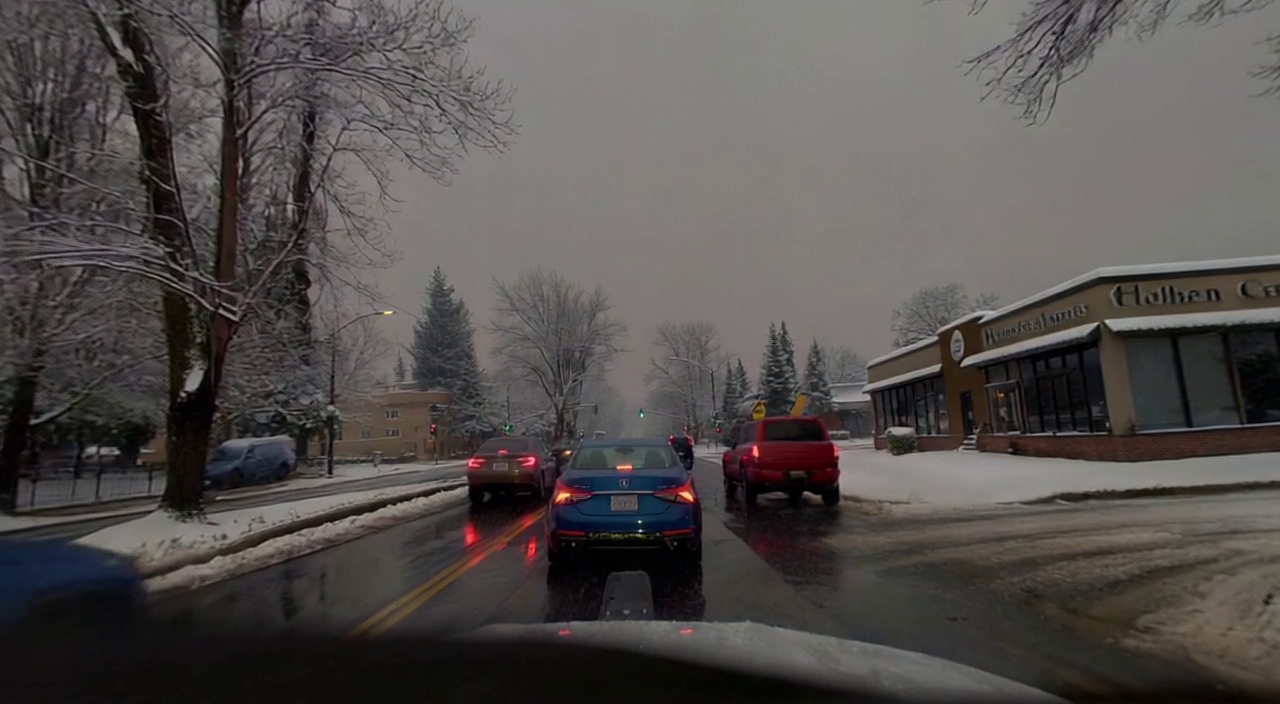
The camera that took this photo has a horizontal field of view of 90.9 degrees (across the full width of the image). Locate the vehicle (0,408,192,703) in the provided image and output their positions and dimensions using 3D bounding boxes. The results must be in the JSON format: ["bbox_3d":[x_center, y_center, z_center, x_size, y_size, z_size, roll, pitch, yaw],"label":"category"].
[{"bbox_3d":[-3.393,0.750,1.025,2.029,1.456,4.414,0,-9,1],"label":"vehicle"}]

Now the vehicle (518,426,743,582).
[{"bbox_3d":[-0.114,1.769,8.148,2.160,1.482,4.037,0,-9,-1],"label":"vehicle"}]

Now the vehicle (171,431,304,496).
[{"bbox_3d":[-19.166,5.321,30.510,2.286,2.777,5.926,0,-9,2],"label":"vehicle"}]

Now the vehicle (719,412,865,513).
[{"bbox_3d":[3.310,2.524,14.838,2.152,1.987,4.527,0,-9,-2],"label":"vehicle"}]

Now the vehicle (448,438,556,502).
[{"bbox_3d":[-3.476,3.056,16.725,1.905,1.473,4.016,0,-9,1],"label":"vehicle"}]
